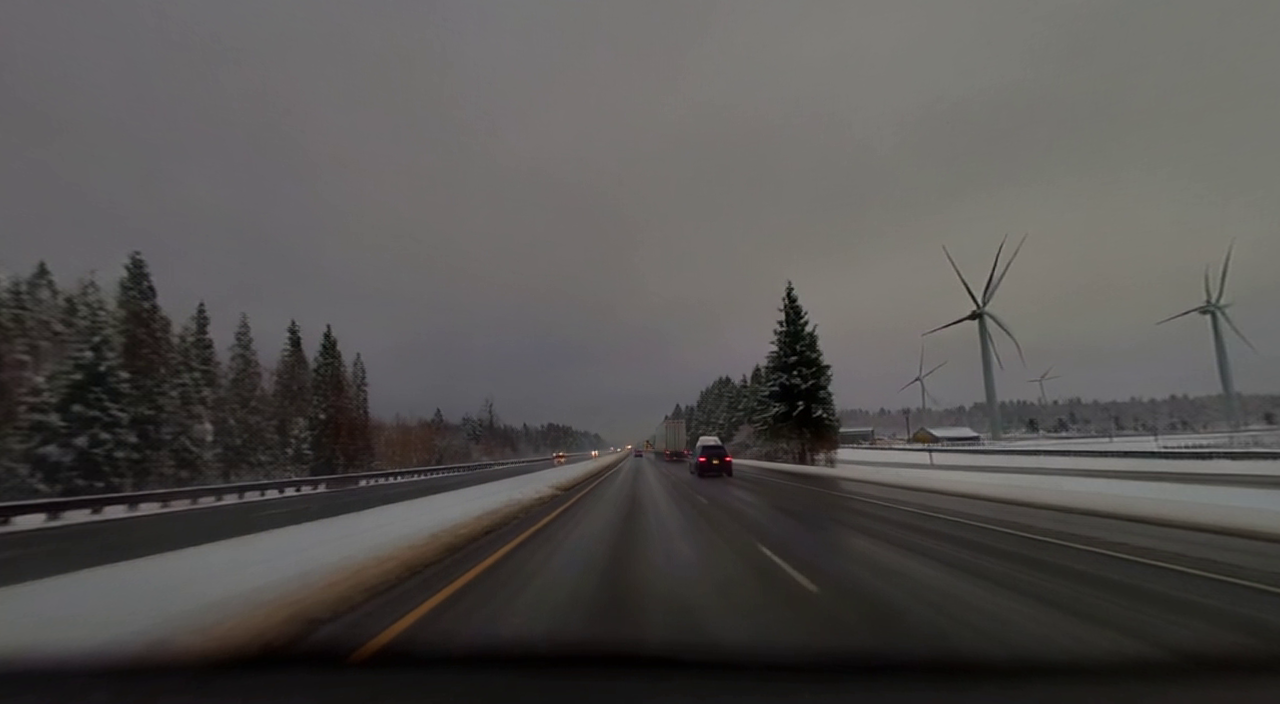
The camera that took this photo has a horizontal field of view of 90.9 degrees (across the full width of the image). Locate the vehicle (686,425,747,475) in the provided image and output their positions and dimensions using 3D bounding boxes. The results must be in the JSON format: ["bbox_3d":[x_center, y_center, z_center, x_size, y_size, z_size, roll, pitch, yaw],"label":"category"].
[{"bbox_3d":[4.278,5.629,36.209,2.609,2.648,5.397,0,-9,-2],"label":"vehicle"}]
